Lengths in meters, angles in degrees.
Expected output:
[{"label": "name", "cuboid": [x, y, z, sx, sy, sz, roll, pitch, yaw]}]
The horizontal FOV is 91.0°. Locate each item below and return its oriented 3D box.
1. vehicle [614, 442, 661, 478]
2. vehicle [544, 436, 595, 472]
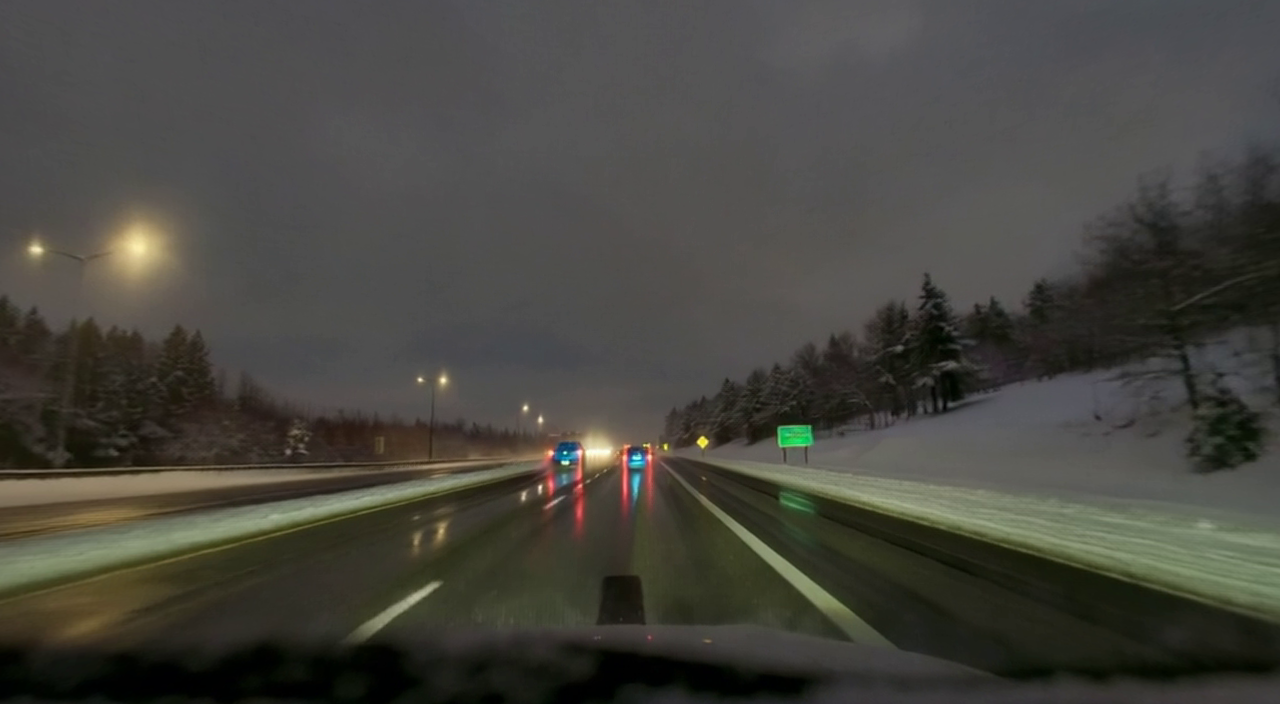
[{"label": "vehicle", "cuboid": [-0.083, 5.058, 29.765, 2.086, 1.548, 4.325, 0, -9, 1]}, {"label": "vehicle", "cuboid": [-3.893, 5.746, 35.616, 2.264, 1.901, 4.647, 0, -9, 1]}]
